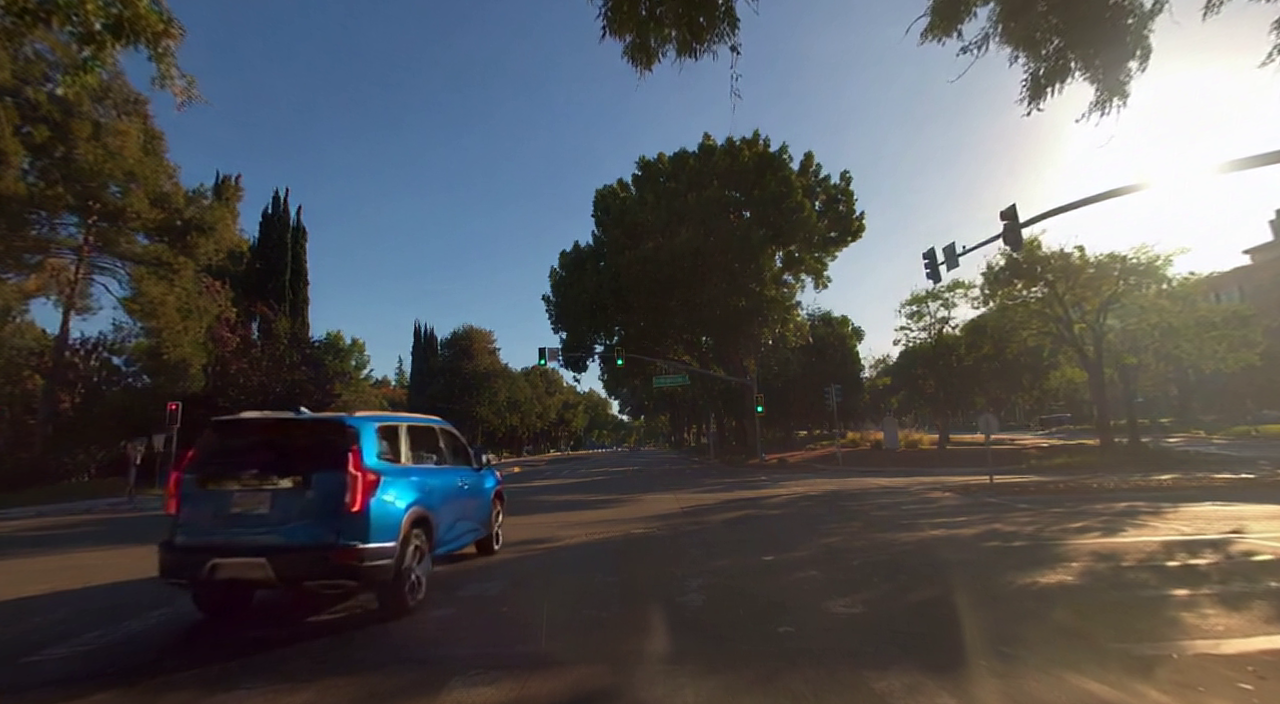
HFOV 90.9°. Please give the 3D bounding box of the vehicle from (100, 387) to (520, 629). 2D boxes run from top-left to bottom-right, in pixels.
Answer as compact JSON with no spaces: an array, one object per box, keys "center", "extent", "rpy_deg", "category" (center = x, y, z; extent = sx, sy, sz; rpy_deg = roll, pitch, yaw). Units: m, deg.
[{"center":[-2.931,1.496,7.041],"extent":[2.123,1.799,4.425],"rpy_deg":[-1,-8,2],"category":"vehicle"}]
